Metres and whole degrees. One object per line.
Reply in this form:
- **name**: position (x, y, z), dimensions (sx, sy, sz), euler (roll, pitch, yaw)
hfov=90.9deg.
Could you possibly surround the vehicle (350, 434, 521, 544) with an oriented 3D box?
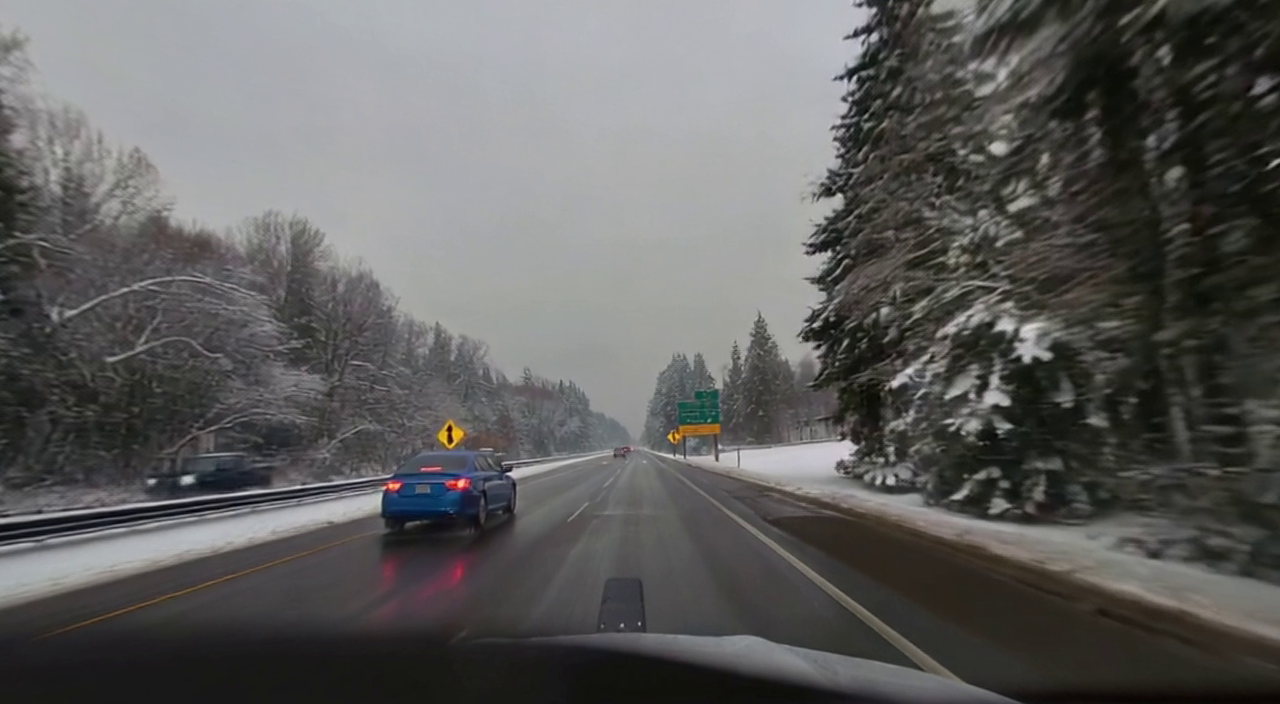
- **vehicle**: position (-3.238, 2.221, 10.750), dimensions (1.675, 1.537, 3.574), euler (0, -9, 1)

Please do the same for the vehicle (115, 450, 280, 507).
- **vehicle**: position (-15.305, 4.349, 22.269), dimensions (2.122, 1.763, 4.903), euler (-1, -9, 2)
